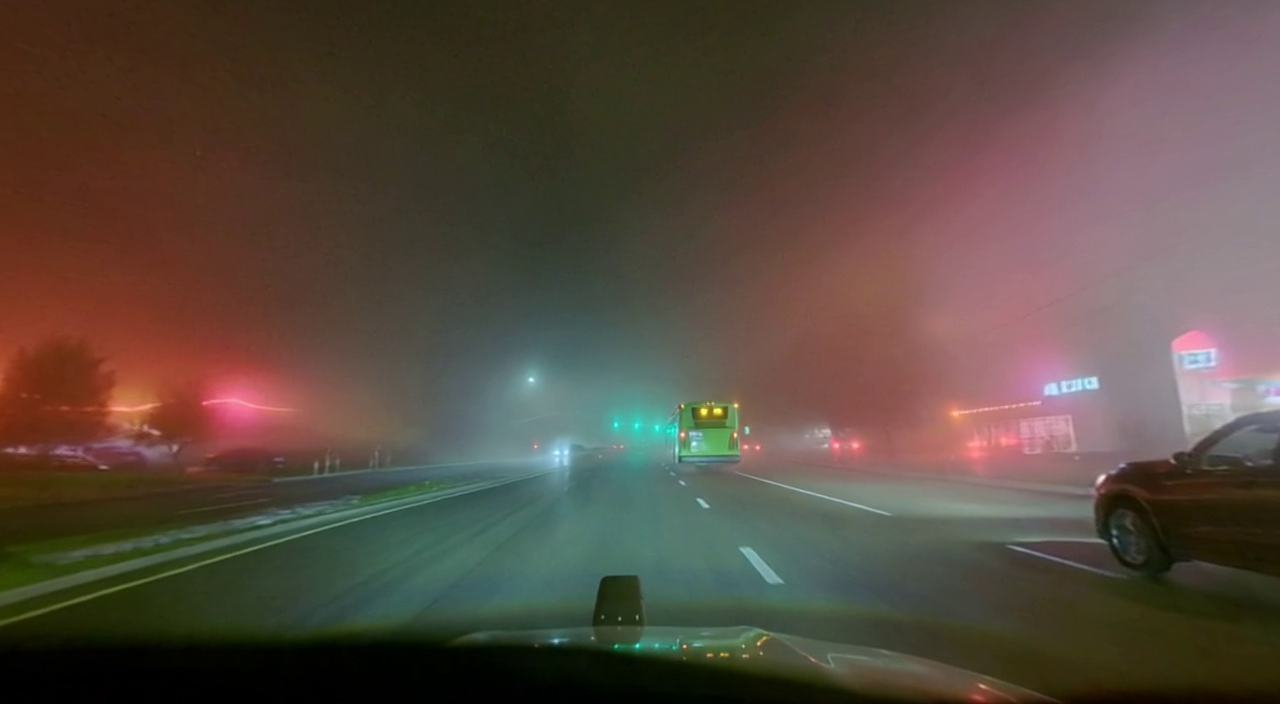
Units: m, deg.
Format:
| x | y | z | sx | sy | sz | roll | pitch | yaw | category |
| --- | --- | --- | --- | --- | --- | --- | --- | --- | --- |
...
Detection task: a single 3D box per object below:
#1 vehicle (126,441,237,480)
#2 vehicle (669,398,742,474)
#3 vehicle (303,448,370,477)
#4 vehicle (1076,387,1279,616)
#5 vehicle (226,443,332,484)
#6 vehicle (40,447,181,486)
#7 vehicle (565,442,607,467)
| x | y | z | sx | sy | sz | roll | pitch | yaw | category |
| --- | --- | --- | --- | --- | --- | --- | --- | --- | --- |
| -25.084 | 5.947 | 34.575 | 4.425 | 2.063 | 1.988 | 0 | -8 | -3 | vehicle |
| 3.082 | 4.340 | 32.219 | 2.766 | 3.306 | 9.281 | 0 | -8 | 0 | vehicle |
| -18.915 | 6.868 | 39.459 | 1.918 | 1.705 | 4.573 | 0 | -8 | 1 | vehicle |
| 6.018 | 1.133 | 4.705 | 2.129 | 1.754 | 4.668 | 0 | -8 | 0 | vehicle |
| -19.135 | 5.916 | 33.829 | 2.123 | 1.905 | 5.972 | -2 | -9 | 1 | vehicle |
| -24.925 | 5.397 | 29.755 | 4.724 | 1.734 | 2.076 | 0 | -8 | 1 | vehicle |
| -3.290 | 6.312 | 38.916 | 2.211 | 1.416 | 4.179 | 0 | -8 | 0 | vehicle |
